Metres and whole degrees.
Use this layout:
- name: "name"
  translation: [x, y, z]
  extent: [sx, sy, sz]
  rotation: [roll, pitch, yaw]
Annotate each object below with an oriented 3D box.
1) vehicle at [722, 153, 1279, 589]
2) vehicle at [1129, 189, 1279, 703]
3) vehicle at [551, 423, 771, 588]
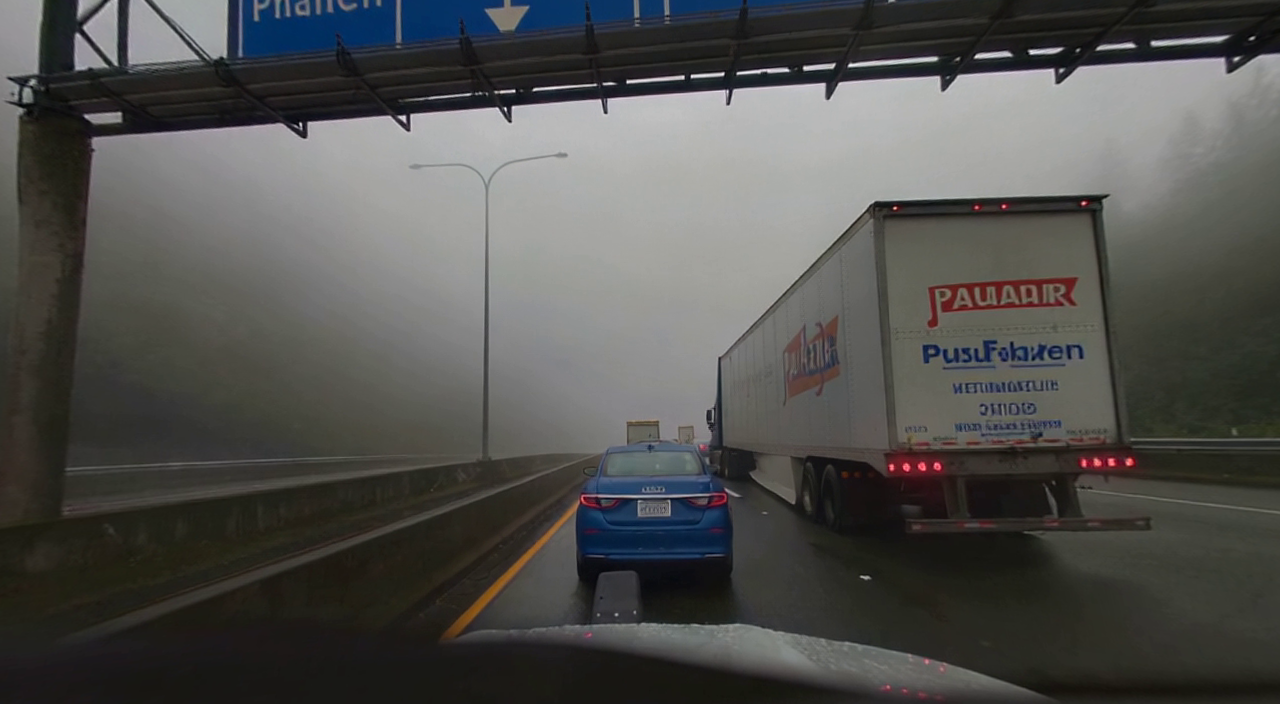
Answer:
- name: "vehicle"
  translation: [4.212, 1.075, 12.979]
  extent: [2.827, 4.081, 14.305]
  rotation: [0, -8, -1]
- name: "vehicle"
  translation: [4.731, 0.132, 0.671]
  extent: [2.892, 2.615, 6.650]
  rotation: [0, -8, -1]
- name: "vehicle"
  translation: [0.182, 1.686, 7.717]
  extent: [2.045, 1.490, 3.597]
  rotation: [-1, -8, 0]
